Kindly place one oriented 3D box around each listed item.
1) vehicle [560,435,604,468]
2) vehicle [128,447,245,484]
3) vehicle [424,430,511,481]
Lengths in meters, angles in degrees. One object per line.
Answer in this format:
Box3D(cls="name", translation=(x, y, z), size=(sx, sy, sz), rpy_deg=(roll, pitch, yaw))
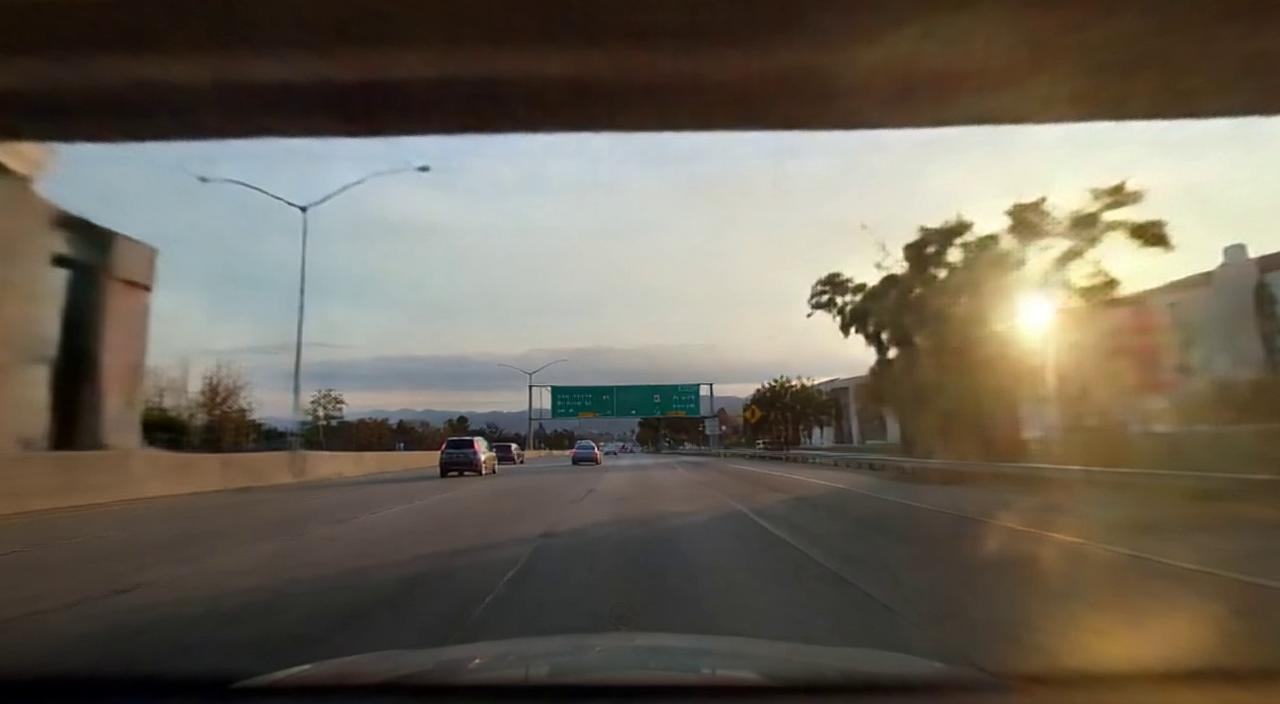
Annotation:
Box3D(cls="vehicle", translation=(-3.207, 5.593, 35.666), size=(2.027, 1.697, 4.307), rpy_deg=(0, -8, 0))
Box3D(cls="vehicle", translation=(-19.574, 4.895, 27.541), size=(1.822, 1.434, 4.510), rpy_deg=(2, -9, -2))
Box3D(cls="vehicle", translation=(-6.624, 4.025, 24.838), size=(2.015, 1.762, 4.790), rpy_deg=(0, -8, 1))
